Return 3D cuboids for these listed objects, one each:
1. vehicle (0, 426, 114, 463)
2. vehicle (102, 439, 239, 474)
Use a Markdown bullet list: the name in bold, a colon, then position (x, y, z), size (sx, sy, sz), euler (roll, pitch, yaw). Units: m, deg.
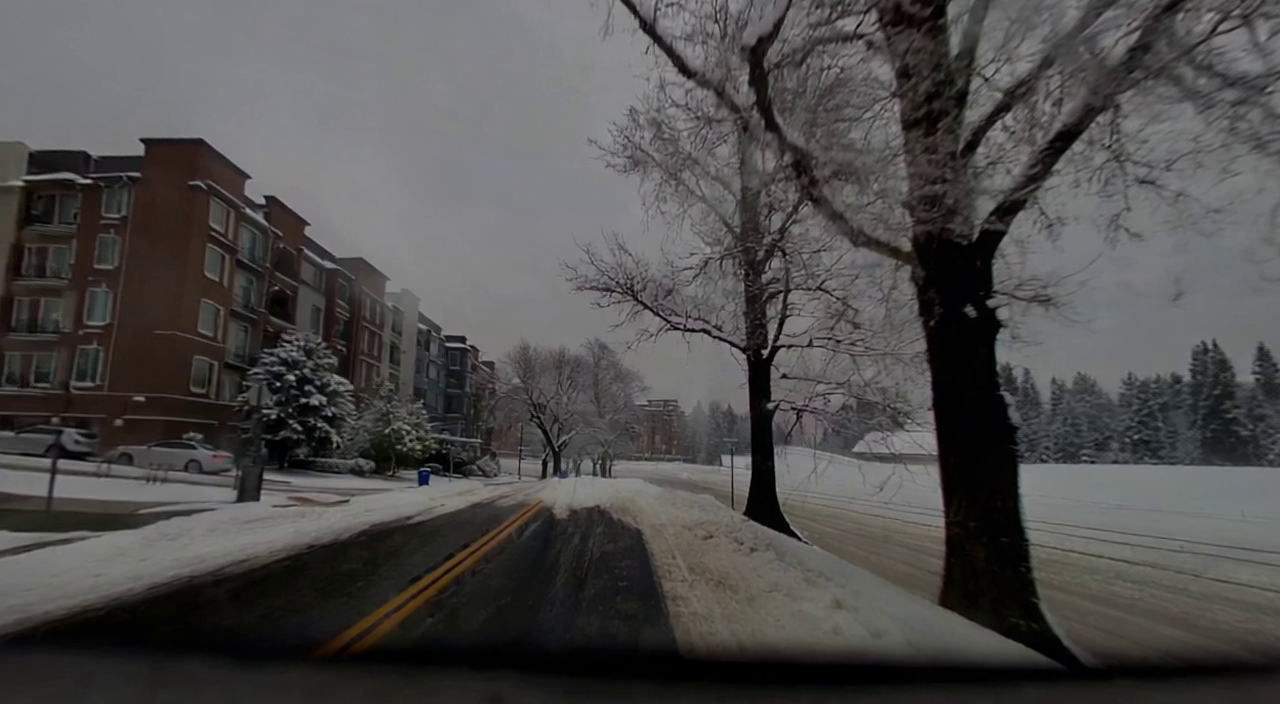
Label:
- **vehicle**: position (-25.478, 3.940, 26.933), size (4.393, 1.478, 1.776), euler (0, -8, -3)
- **vehicle**: position (-19.941, 4.430, 26.954), size (4.322, 1.436, 1.827), euler (0, -8, -1)
